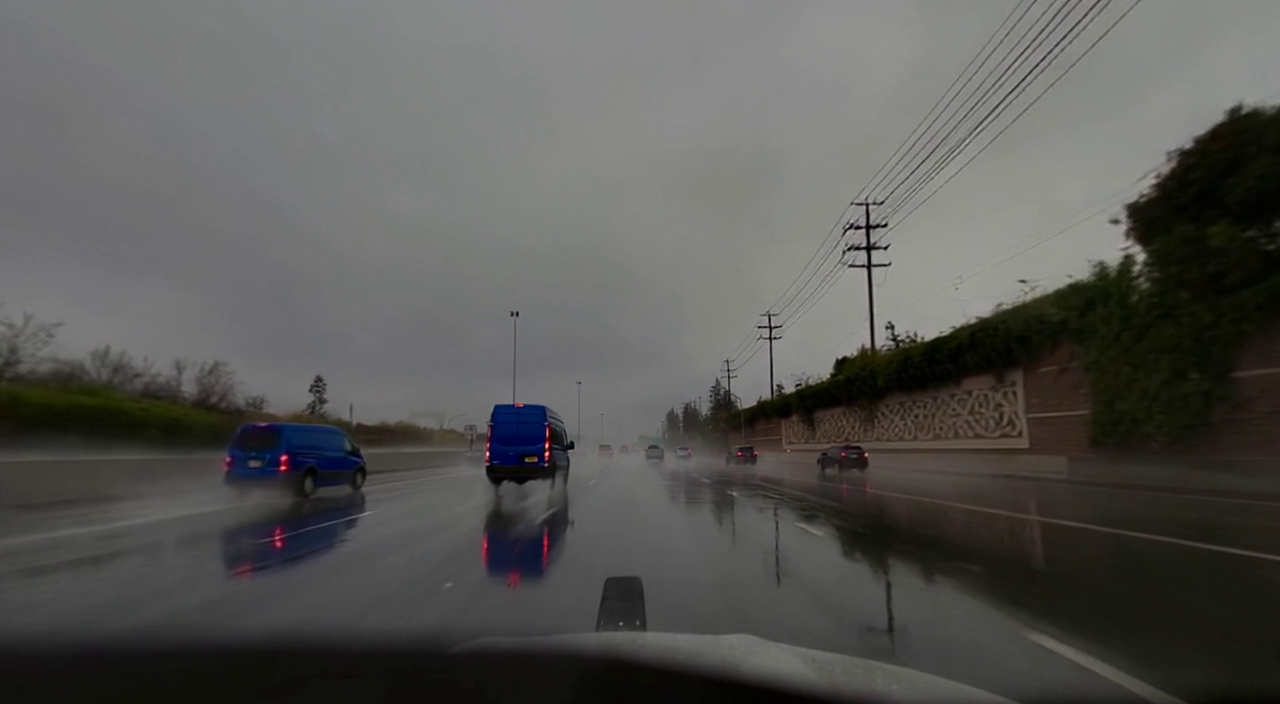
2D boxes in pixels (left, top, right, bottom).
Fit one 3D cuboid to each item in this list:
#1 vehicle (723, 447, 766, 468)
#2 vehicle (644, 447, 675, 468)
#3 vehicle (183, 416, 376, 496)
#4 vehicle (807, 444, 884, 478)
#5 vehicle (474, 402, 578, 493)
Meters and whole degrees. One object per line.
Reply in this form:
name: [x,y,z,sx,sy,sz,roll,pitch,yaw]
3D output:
vehicle: [7.728,7.828,46.884,2.095,1.504,4.536,0,-9,-4]
vehicle: [1.418,7.915,47.533,2.084,1.492,4.137,0,-9,-1]
vehicle: [-11.295,3.354,20.606,2.596,2.162,6.328,0,-9,-1]
vehicle: [9.719,5.193,30.203,2.052,1.470,4.364,0,-9,-3]
vehicle: [-3.660,3.258,21.572,2.395,2.660,5.827,0,-9,0]
